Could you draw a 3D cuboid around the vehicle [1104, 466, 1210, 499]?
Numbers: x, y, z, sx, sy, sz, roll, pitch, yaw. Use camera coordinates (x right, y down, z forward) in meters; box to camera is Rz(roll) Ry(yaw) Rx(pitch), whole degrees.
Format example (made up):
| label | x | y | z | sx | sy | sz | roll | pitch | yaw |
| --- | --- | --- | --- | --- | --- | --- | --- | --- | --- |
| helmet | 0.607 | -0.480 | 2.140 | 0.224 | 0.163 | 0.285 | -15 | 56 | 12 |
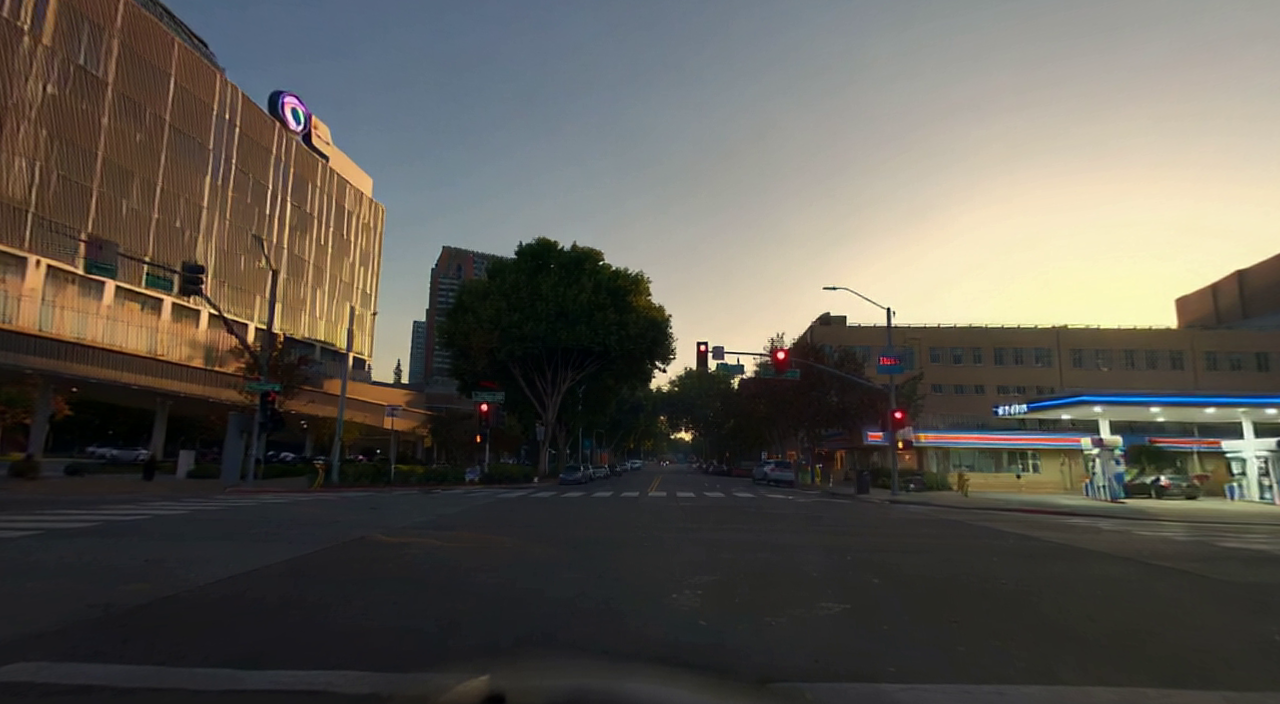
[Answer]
| label | x | y | z | sx | sy | sz | roll | pitch | yaw |
| --- | --- | --- | --- | --- | --- | --- | --- | --- | --- |
| vehicle | 27.992 | 7.053 | 34.334 | 1.897 | 1.466 | 4.211 | 1 | -8 | -6 |
